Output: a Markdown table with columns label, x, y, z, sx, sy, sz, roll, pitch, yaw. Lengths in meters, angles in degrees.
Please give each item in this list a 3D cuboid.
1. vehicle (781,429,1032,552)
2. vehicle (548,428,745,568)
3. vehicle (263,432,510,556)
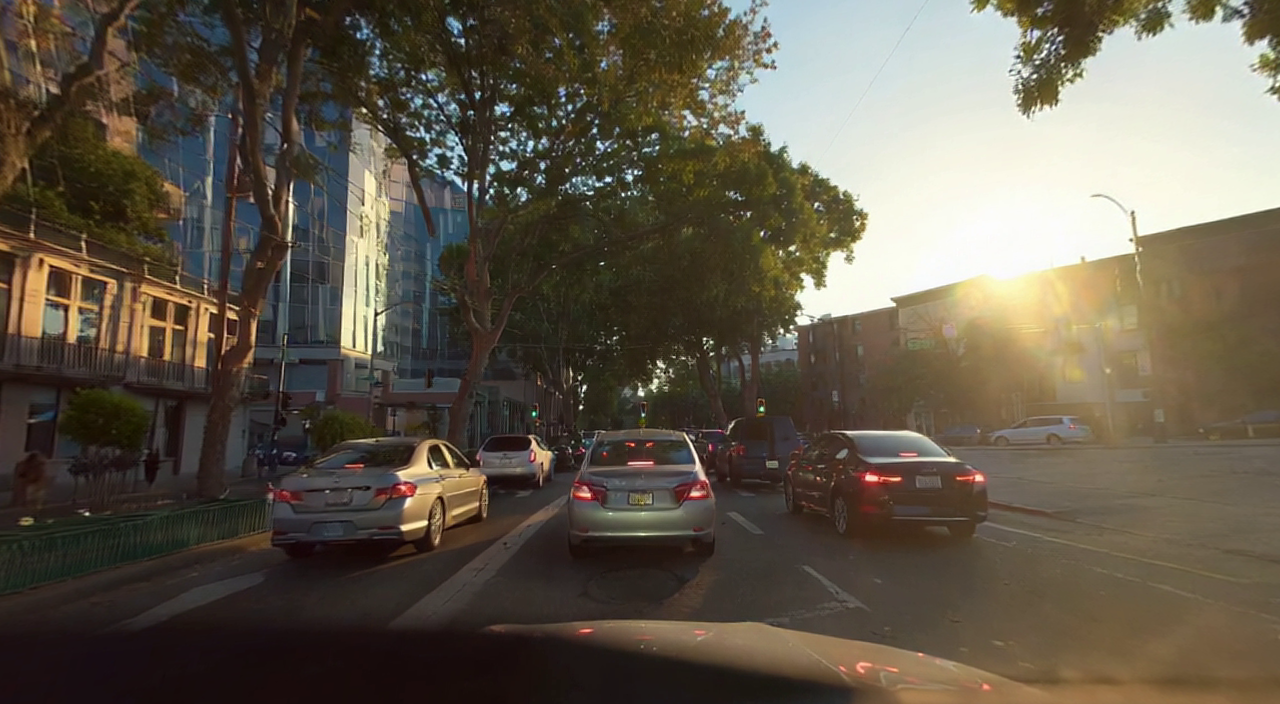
| label | x | y | z | sx | sy | sz | roll | pitch | yaw |
| --- | --- | --- | --- | --- | --- | --- | --- | --- | --- |
| vehicle | 3.784 | 2.028 | 10.021 | 1.990 | 1.486 | 4.431 | 0 | -8 | -1 |
| vehicle | 0.048 | 1.862 | 8.800 | 2.101 | 1.480 | 3.929 | 0 | -8 | -1 |
| vehicle | -3.463 | 2.010 | 9.644 | 2.002 | 1.465 | 4.098 | 0 | -8 | 1 |
